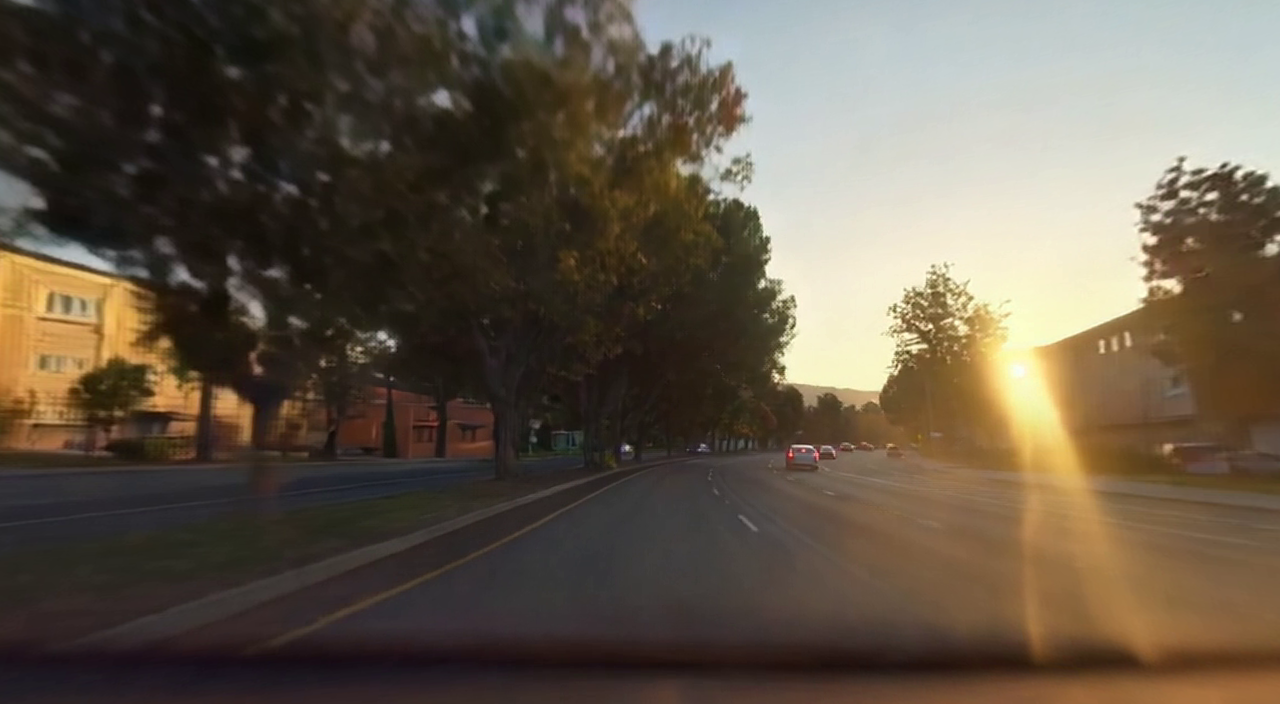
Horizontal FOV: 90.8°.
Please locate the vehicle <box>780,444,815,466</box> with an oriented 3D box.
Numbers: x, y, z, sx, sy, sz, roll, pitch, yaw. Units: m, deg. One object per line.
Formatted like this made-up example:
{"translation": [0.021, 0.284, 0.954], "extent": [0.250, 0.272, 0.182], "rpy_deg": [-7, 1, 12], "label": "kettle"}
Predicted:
{"translation": [11.073, 7.270, 44.610], "extent": [1.988, 1.460, 3.996], "rpy_deg": [-1, -9, 9], "label": "vehicle"}
